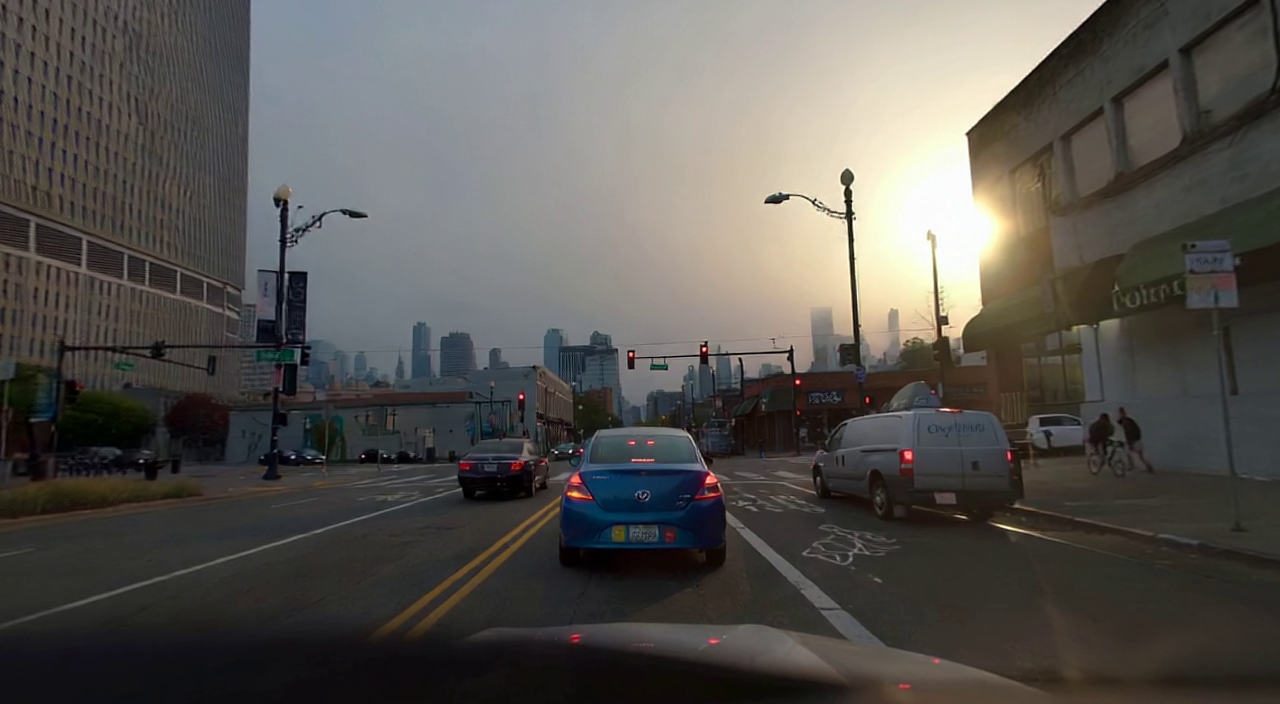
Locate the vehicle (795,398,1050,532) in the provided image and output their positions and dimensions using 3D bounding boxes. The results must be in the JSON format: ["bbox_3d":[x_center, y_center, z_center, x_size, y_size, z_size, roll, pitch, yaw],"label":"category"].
[{"bbox_3d":[4.510,1.916,11.160,2.142,1.829,4.767,0,-9,-2],"label":"vehicle"}]

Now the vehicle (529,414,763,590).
[{"bbox_3d":[0.040,1.647,7.716,2.091,1.557,4.000,0,-9,0],"label":"vehicle"}]

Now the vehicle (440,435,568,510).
[{"bbox_3d":[-2.949,2.728,14.789,2.039,1.452,4.489,0,-9,0],"label":"vehicle"}]
